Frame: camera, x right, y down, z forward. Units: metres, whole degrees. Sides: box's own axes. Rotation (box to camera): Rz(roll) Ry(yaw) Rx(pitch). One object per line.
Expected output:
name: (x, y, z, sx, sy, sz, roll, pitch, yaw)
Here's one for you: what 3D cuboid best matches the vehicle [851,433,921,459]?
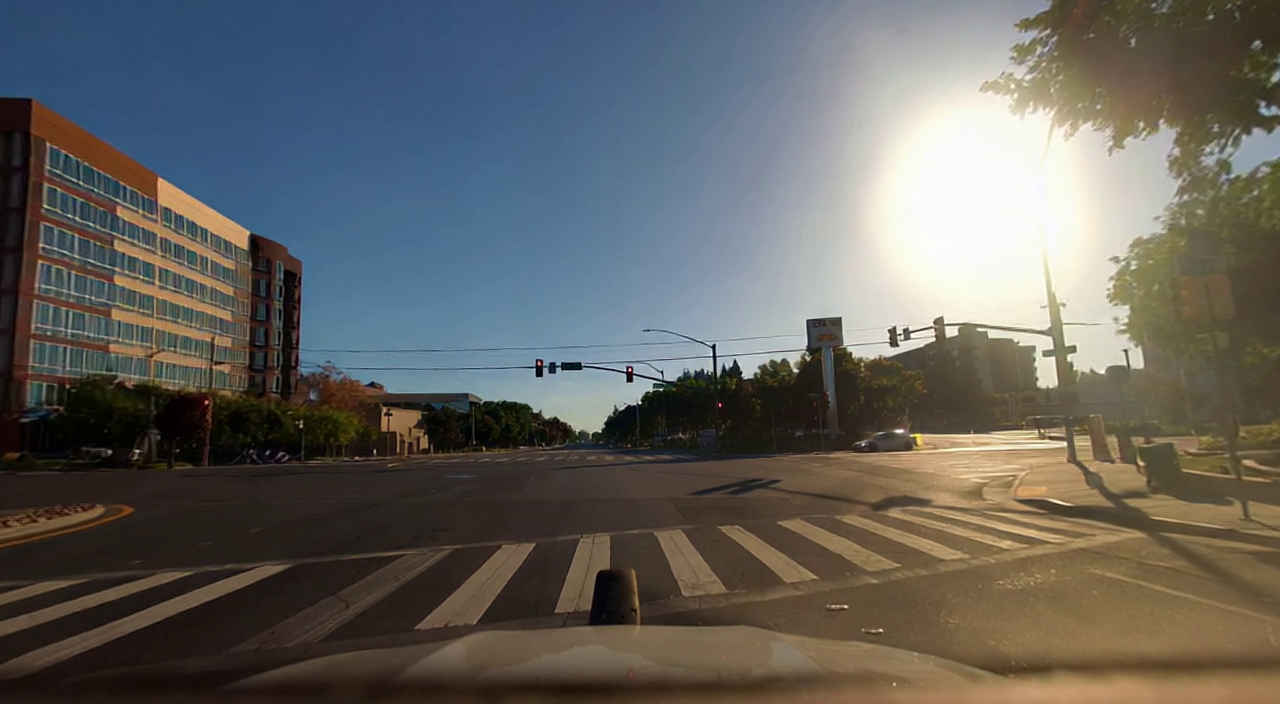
vehicle: (17.629, 6.742, 45.246, 4.600, 1.783, 1.970, 4, -10, -26)
